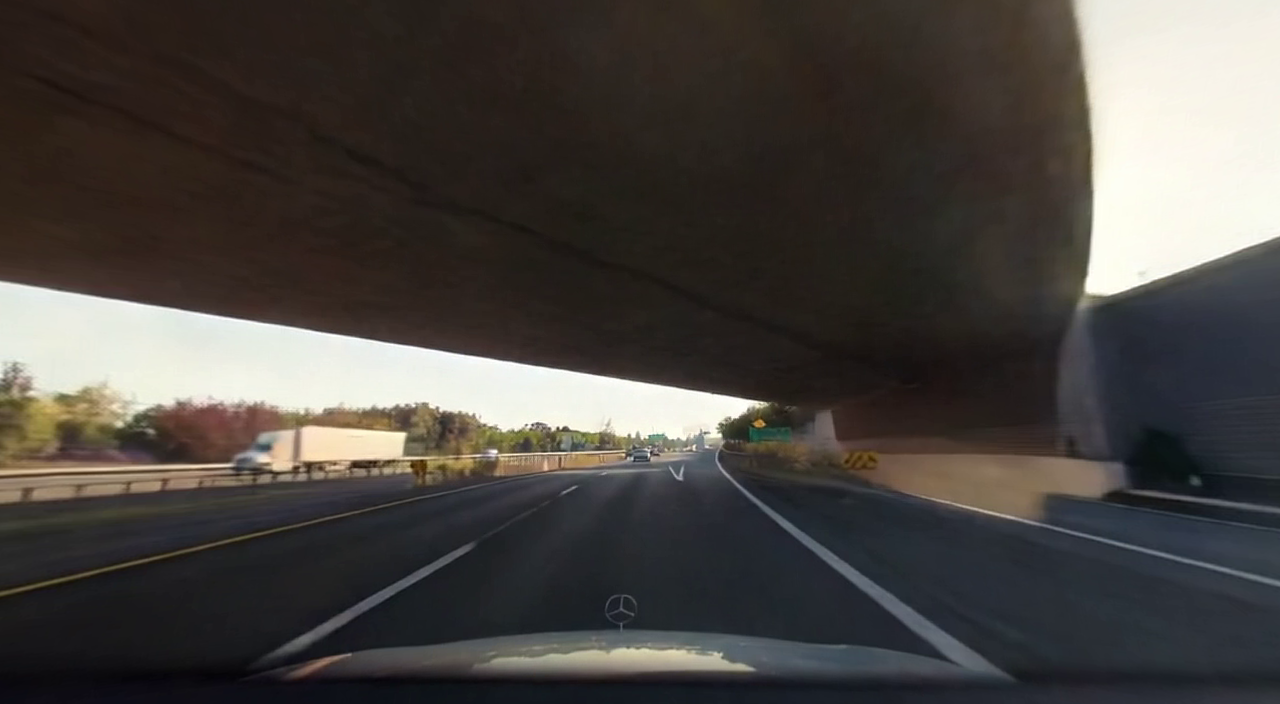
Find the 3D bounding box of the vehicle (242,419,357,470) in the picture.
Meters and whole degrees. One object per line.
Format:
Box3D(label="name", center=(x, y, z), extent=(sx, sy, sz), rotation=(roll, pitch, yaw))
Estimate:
Box3D(label="vehicle", center=(-25.012, 6.929, 47.030), extent=(2.961, 3.330, 9.690), rotation=(0, -9, 1))
